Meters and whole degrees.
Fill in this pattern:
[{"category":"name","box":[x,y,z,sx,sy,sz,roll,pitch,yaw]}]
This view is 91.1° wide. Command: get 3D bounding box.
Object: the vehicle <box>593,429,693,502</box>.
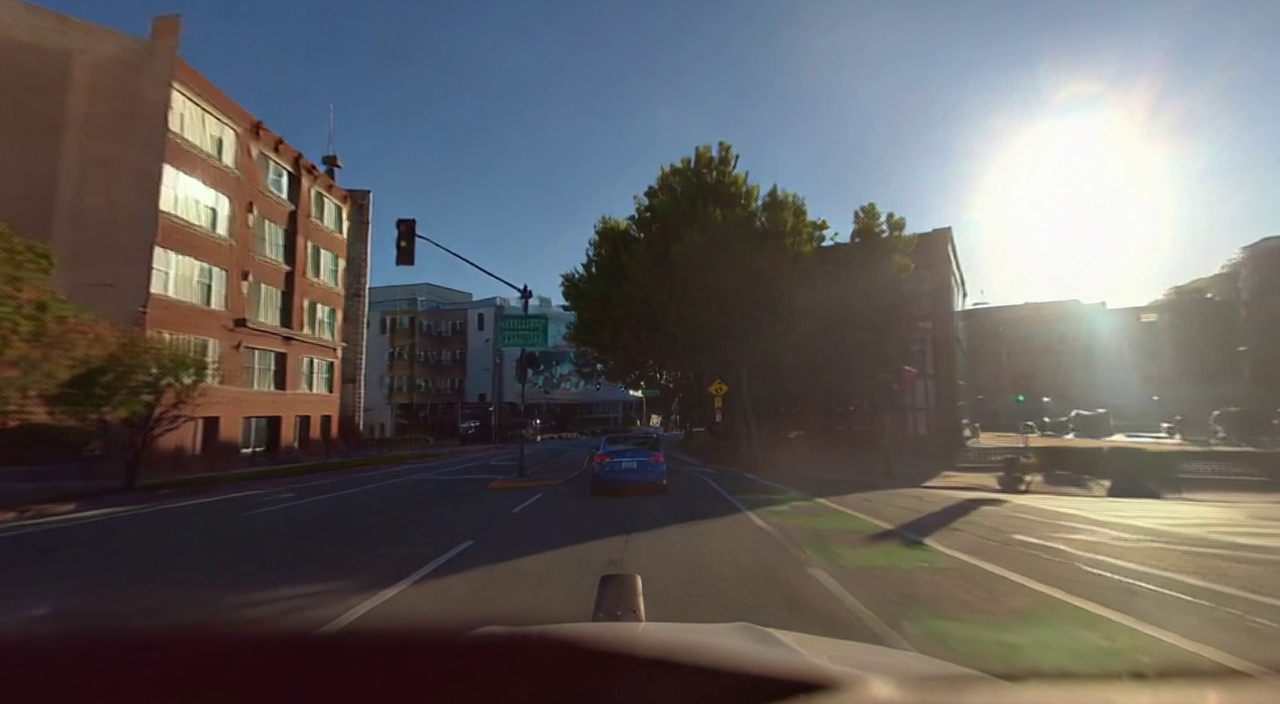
[{"category":"vehicle","box":[-0.068,2.477,14.313,1.950,1.401,4.159,0,-8,-4]}]
